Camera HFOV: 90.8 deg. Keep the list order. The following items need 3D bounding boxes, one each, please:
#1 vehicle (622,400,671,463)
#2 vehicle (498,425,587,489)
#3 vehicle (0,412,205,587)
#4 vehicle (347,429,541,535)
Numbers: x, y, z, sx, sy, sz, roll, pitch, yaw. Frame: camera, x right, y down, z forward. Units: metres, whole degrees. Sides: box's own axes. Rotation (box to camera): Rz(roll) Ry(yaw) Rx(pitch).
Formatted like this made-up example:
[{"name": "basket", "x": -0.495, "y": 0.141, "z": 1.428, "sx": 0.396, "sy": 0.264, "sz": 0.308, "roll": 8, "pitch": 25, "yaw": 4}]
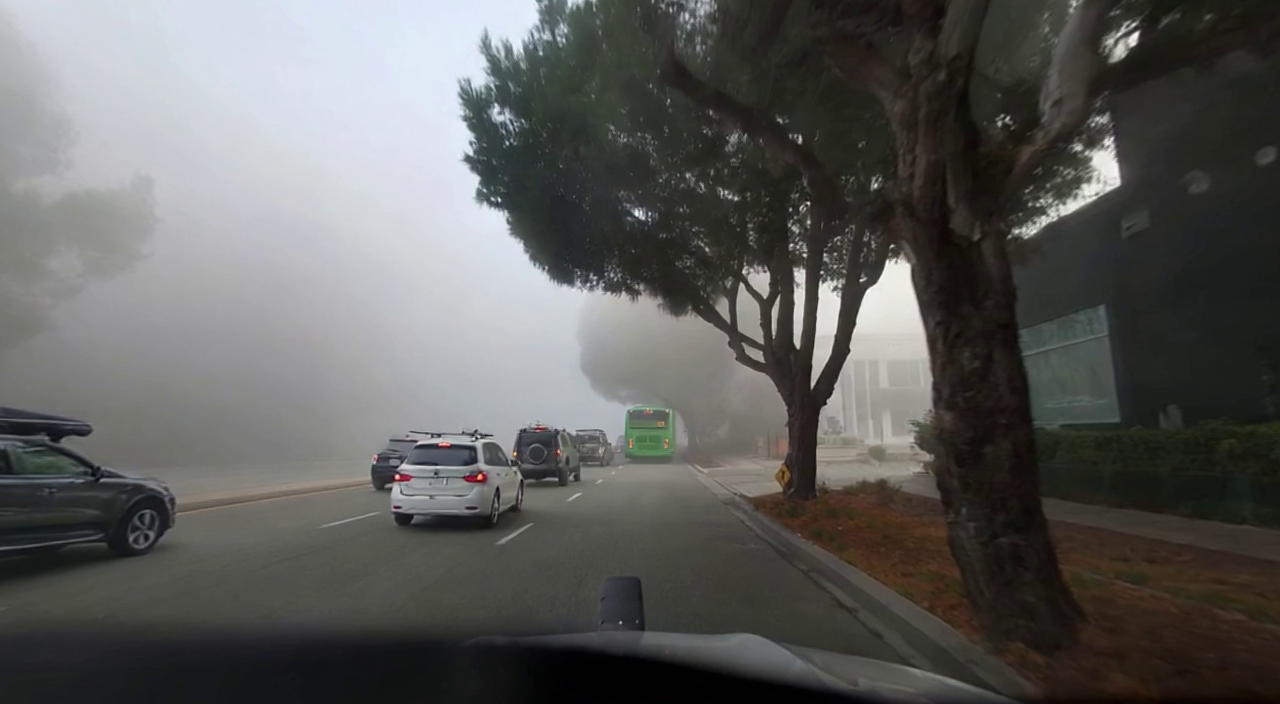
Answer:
[{"name": "vehicle", "x": 0.531, "y": 5.837, "z": 45.155, "sx": 2.970, "sy": 3.857, "sz": 12.200, "roll": 0, "pitch": -9, "yaw": 1}, {"name": "vehicle", "x": -3.150, "y": 3.539, "z": 21.599, "sx": 2.095, "sy": 1.892, "sz": 5.043, "roll": 0, "pitch": -9, "yaw": 2}, {"name": "vehicle", "x": -7.347, "y": 1.517, "z": 6.662, "sx": 2.252, "sy": 1.686, "sz": 4.447, "roll": 0, "pitch": -9, "yaw": 1}, {"name": "vehicle", "x": -3.302, "y": 2.301, "z": 11.789, "sx": 2.042, "sy": 1.571, "sz": 4.475, "roll": 0, "pitch": -9, "yaw": 2}]
